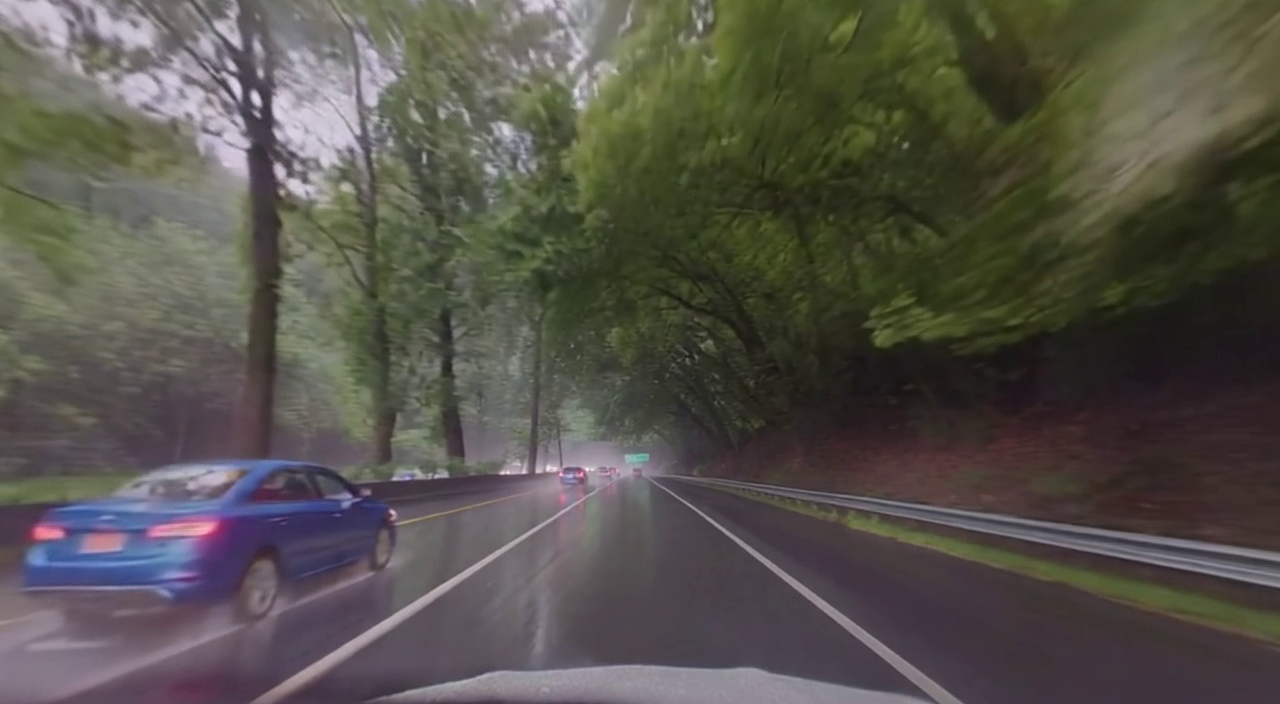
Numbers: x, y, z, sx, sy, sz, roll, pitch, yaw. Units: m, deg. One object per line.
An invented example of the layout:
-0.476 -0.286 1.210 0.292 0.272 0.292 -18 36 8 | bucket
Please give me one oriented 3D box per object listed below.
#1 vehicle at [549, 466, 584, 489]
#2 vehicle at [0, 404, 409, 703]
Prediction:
-5.069 8.743 43.958 1.995 1.467 4.467 1 -11 -1 | vehicle
-4.109 1.533 5.818 2.117 1.635 4.750 1 -11 0 | vehicle
